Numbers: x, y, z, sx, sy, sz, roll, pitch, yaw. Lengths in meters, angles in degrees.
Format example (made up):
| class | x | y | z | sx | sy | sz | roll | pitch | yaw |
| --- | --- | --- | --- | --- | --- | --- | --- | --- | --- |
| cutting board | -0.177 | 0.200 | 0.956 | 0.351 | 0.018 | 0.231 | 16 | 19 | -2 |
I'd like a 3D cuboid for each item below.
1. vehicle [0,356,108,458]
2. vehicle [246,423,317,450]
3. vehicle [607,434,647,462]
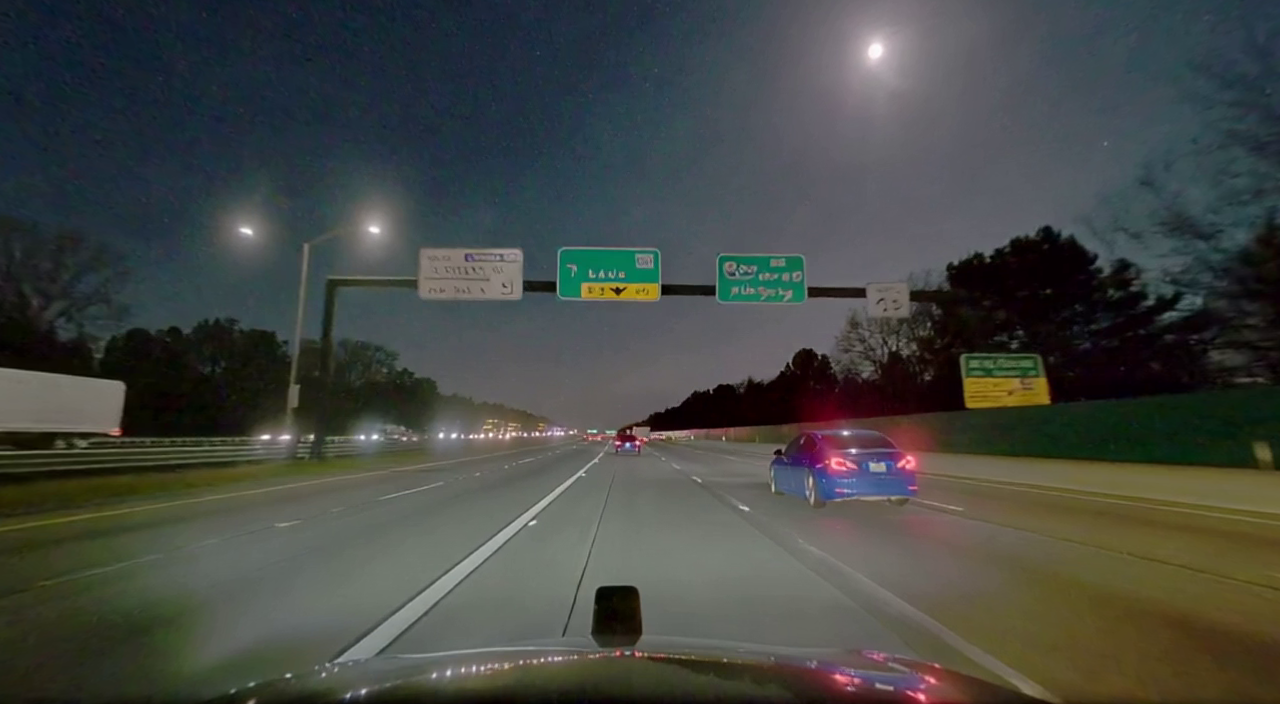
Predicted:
| class | x | y | z | sx | sy | sz | roll | pitch | yaw |
| --- | --- | --- | --- | --- | --- | --- | --- | --- | --- |
| vehicle | -25.435 | 1.893 | 22.394 | 2.979 | 3.780 | 11.677 | 0 | -8 | -1 |
| vehicle | -22.280 | 5.281 | 39.270 | 1.869 | 1.544 | 4.369 | 0 | -8 | -1 |
| vehicle | -0.791 | 5.436 | 35.806 | 2.121 | 1.445 | 4.187 | 0 | -8 | -2 |
